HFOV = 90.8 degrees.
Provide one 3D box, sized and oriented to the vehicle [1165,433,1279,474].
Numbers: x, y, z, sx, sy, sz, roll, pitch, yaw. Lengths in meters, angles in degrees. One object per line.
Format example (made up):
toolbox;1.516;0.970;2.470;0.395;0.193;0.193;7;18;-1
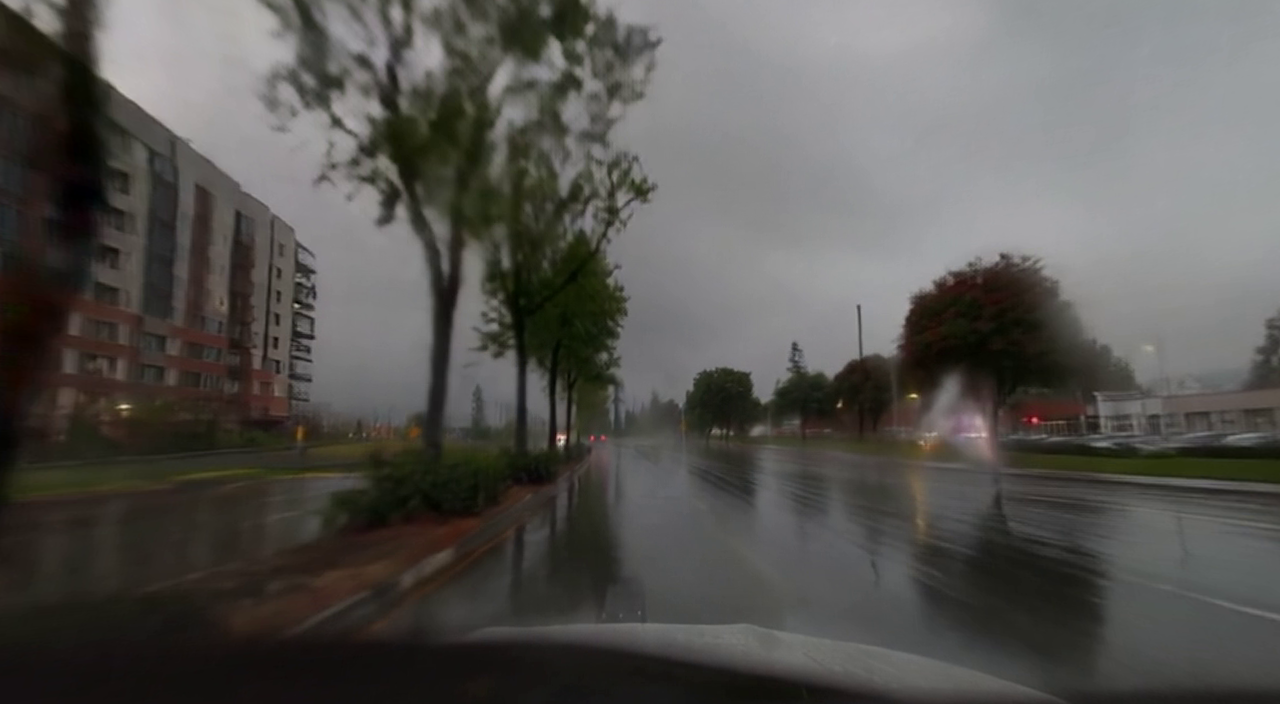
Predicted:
vehicle;27.710;4.602;28.929;5.365;1.726;2.032;-1;-8;1
